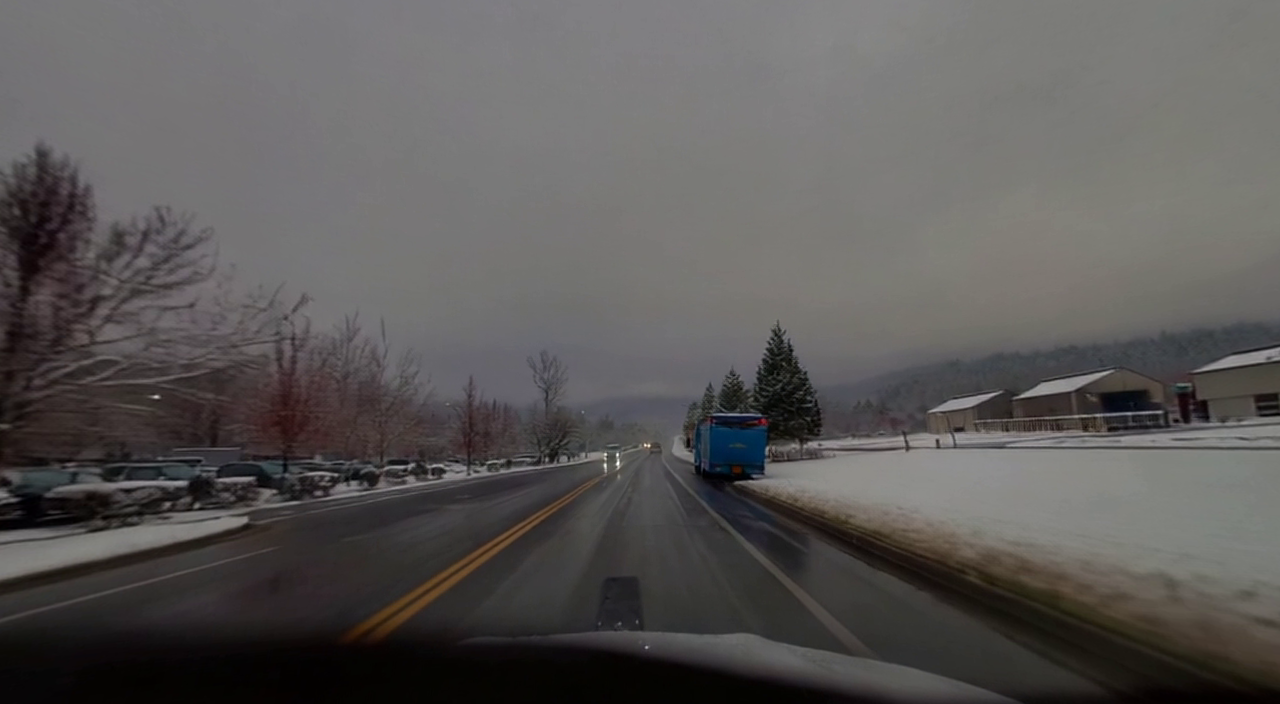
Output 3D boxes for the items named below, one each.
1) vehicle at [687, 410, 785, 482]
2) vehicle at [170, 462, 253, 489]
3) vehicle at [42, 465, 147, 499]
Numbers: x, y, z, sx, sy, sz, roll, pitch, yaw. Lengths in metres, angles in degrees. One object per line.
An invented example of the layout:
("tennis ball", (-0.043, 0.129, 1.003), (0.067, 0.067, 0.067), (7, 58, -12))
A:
("vehicle", (4.523, 4.815, 32.528), (3.282, 3.067, 10.181), (0, -8, -1))
("vehicle", (-30.126, 8.669, 44.459), (4.371, 1.750, 1.940), (0, -8, 1))
("vehicle", (-31.107, 7.389, 36.061), (4.313, 1.738, 1.985), (-1, -8, 7))
